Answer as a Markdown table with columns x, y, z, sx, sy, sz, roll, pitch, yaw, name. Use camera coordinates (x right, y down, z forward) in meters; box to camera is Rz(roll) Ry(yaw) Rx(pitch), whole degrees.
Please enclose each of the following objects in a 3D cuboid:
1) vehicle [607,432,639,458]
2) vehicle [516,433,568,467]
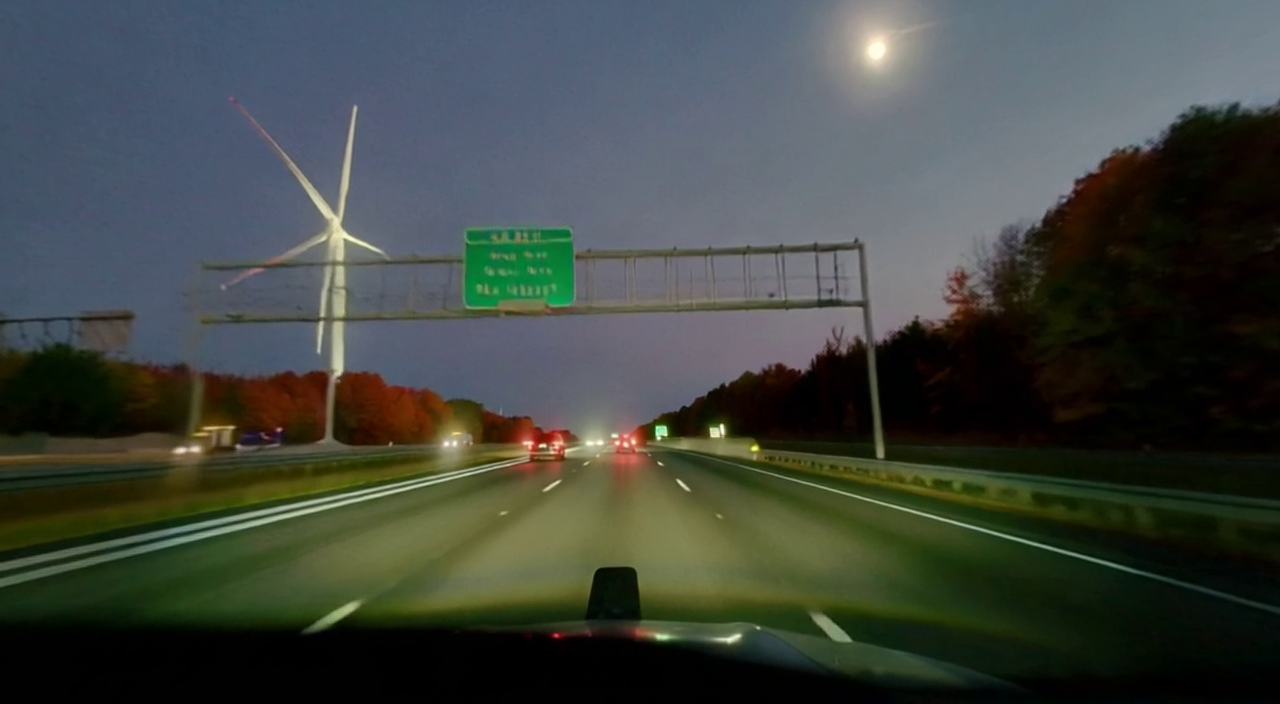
| x | y | z | sx | sy | sz | roll | pitch | yaw | name |
| --- | --- | --- | --- | --- | --- | --- | --- | --- | --- |
| -1.214 | 6.840 | 46.415 | 2.213 | 1.774 | 4.563 | 0 | -8 | -1 | vehicle |
| -5.009 | 5.026 | 32.621 | 2.062 | 1.622 | 4.153 | 0 | -8 | -1 | vehicle |
